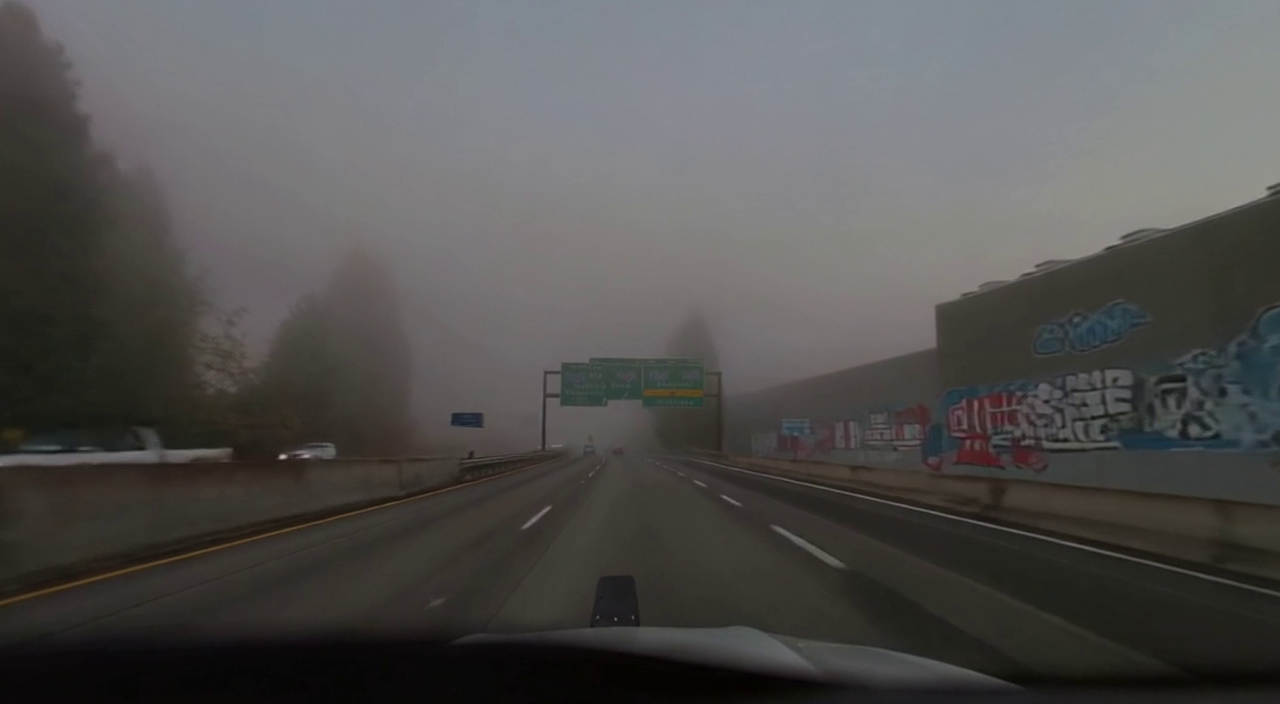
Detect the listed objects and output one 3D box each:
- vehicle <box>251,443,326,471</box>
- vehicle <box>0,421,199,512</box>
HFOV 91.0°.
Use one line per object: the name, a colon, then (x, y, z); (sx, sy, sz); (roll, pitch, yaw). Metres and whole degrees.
vehicle: (-20.751, 6.191, 37.400); (1.868, 1.481, 4.609); (0, -8, -1)
vehicle: (-12.401, 2.451, 13.908); (2.142, 1.679, 4.358); (0, -8, -1)
